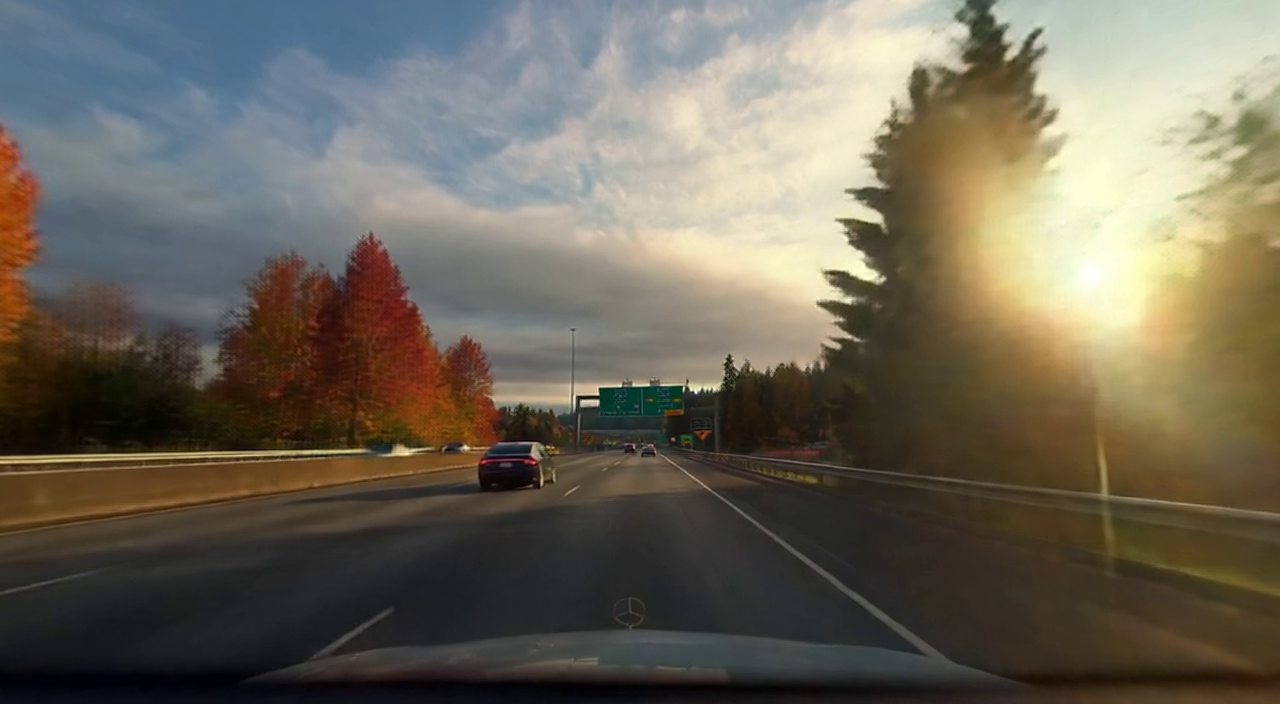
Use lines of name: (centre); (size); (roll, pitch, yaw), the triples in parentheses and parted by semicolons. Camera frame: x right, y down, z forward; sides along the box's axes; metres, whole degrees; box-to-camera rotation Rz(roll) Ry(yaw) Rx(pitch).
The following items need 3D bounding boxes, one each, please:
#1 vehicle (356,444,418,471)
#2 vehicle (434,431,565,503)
vehicle: (-15.626, 6.525, 39.096); (1.917, 1.537, 4.491); (0, -8, 0)
vehicle: (-3.391, 2.876, 16.286); (2.061, 1.572, 4.814); (0, -8, 3)
